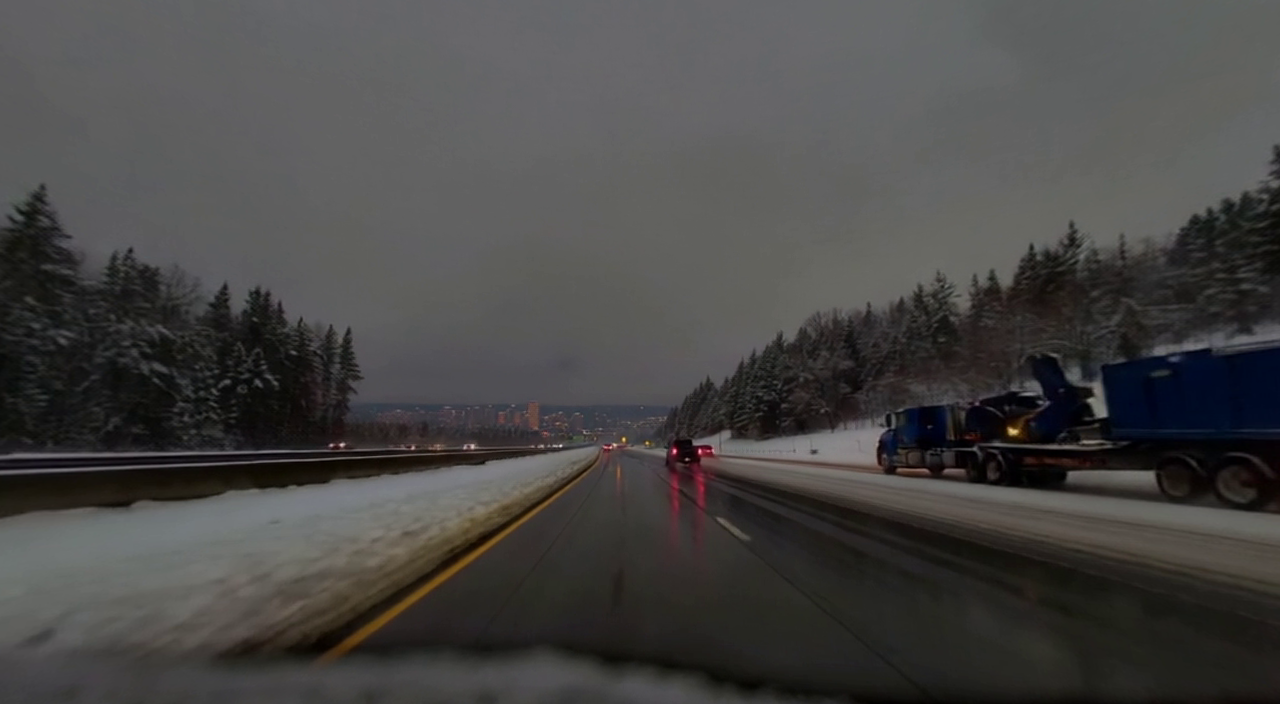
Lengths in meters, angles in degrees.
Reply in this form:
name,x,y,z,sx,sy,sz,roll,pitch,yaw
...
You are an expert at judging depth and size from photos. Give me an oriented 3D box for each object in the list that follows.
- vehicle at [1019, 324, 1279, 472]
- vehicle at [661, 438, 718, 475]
name,x,y,z,sx,sy,sz,roll,pitch,yaw
vehicle,14.057,1.462,16.906,3.476,3.195,6.407,1,-8,-4
vehicle,2.400,5.283,32.123,2.305,1.729,4.526,1,-8,-3
